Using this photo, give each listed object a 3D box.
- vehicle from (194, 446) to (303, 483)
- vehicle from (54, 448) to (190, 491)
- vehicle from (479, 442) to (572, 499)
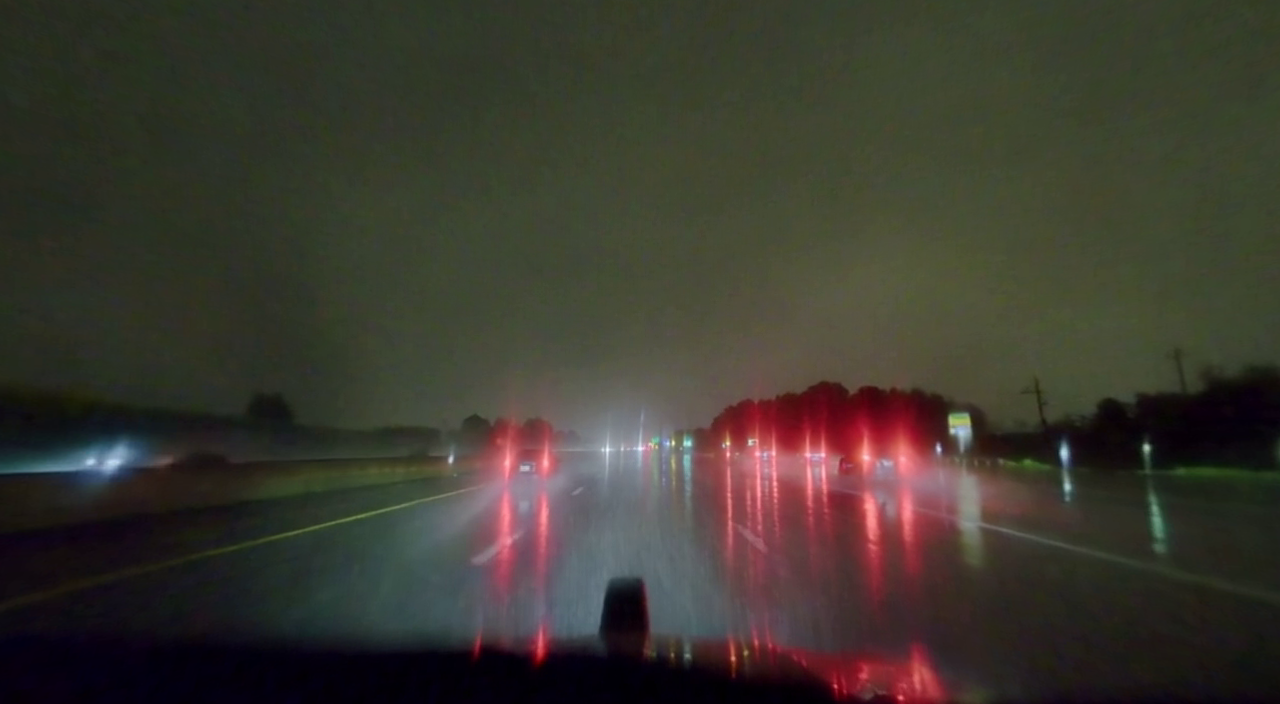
[{"bbox_3d":[-17.902,5.123,29.140,1.967,1.548,4.652,0,-8,1],"label":"vehicle"},{"bbox_3d":[-21.991,4.979,27.070,1.919,1.636,4.540,0,-8,1],"label":"vehicle"},{"bbox_3d":[-3.305,3.484,18.958,1.968,1.504,3.892,0,-8,1],"label":"vehicle"}]
